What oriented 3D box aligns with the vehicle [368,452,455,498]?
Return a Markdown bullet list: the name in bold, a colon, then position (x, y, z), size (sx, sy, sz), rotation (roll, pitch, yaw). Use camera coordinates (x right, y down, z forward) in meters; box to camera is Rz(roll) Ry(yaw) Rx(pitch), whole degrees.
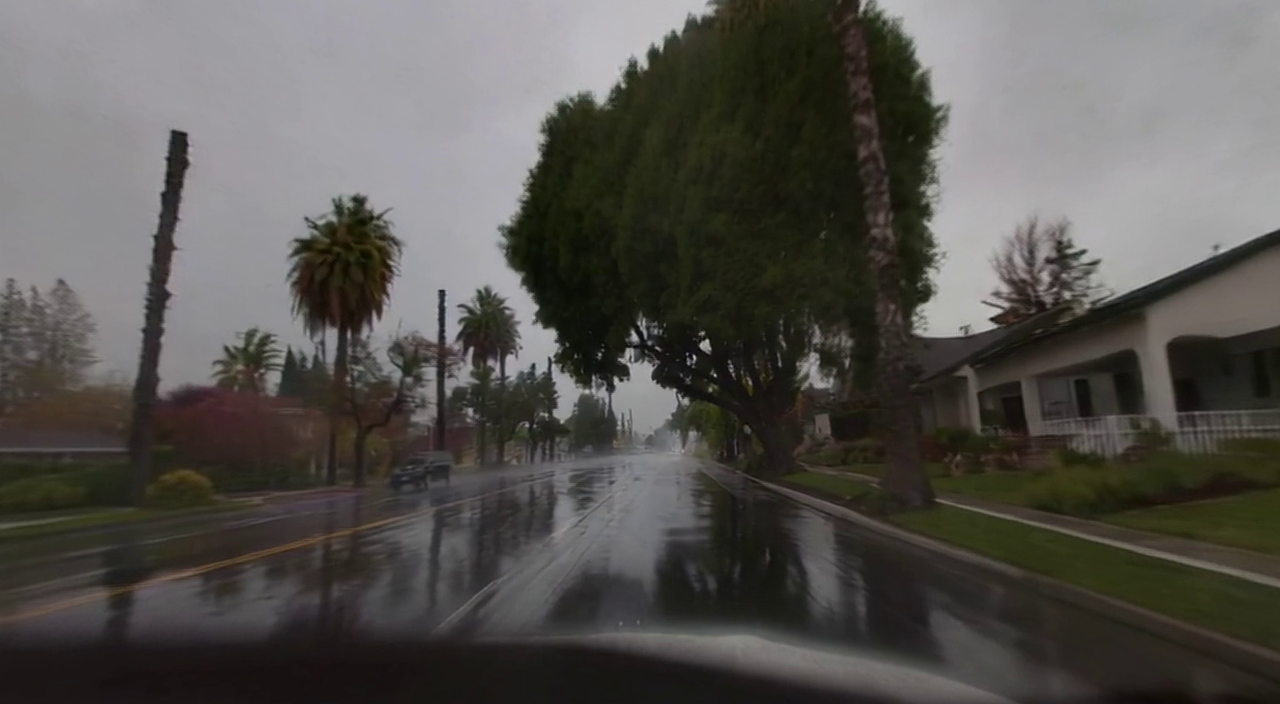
- **vehicle**: position (-10.053, 5.397, 28.178), size (2.001, 1.725, 4.504), rotation (-4, -9, 4)
